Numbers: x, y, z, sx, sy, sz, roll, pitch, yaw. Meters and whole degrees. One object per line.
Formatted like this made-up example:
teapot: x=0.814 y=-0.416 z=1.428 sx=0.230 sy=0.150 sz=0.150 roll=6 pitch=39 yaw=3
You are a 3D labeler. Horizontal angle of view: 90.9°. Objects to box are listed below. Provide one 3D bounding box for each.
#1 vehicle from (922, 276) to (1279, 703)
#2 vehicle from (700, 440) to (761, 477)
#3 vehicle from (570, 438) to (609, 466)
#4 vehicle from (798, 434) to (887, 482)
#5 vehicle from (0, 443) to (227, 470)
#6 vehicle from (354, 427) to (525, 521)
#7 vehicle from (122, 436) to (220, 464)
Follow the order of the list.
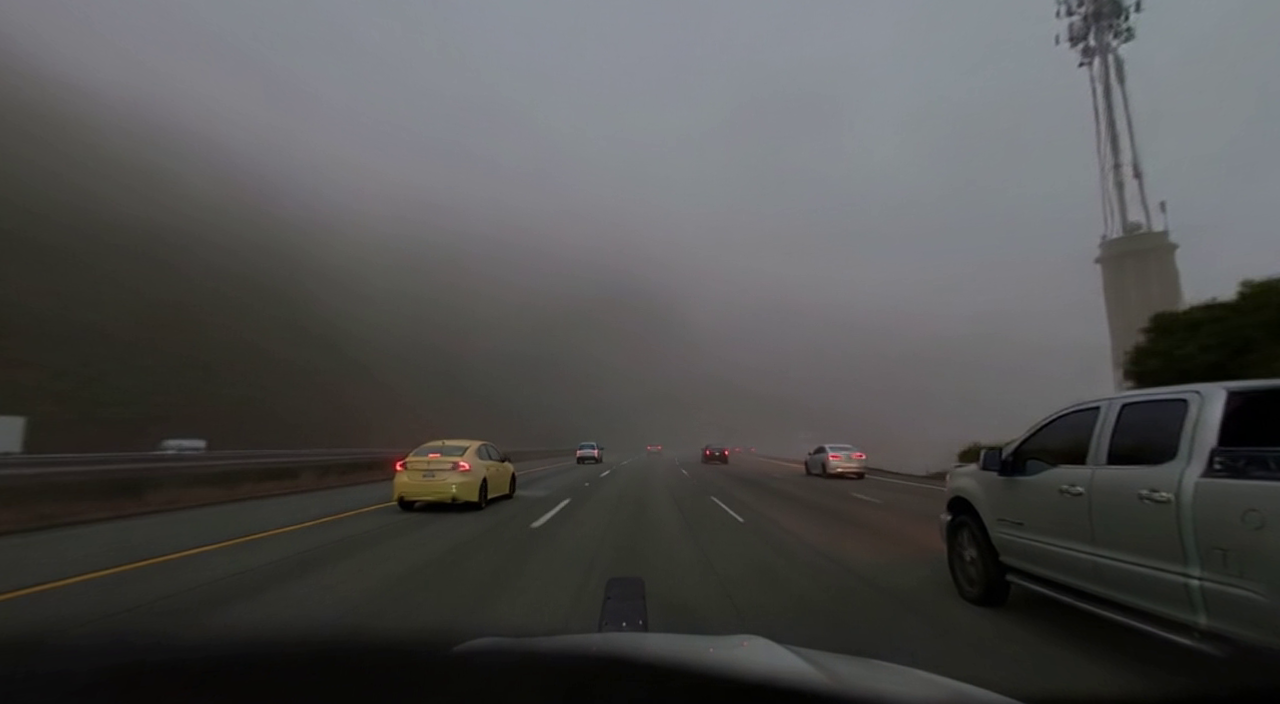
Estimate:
vehicle: x=3.400 y=0.735 z=2.607 sx=2.098 sy=1.925 sz=5.171 roll=0 pitch=-8 yaw=1
vehicle: x=3.917 y=4.702 z=28.134 sx=2.046 sy=1.471 sz=4.333 roll=0 pitch=-8 yaw=0
vehicle: x=-3.255 y=6.529 z=41.376 sx=2.021 sy=1.679 sz=4.310 roll=-1 pitch=-8 yaw=2
vehicle: x=7.661 y=4.050 z=24.359 sx=1.986 sy=1.633 sz=4.430 roll=0 pitch=-8 yaw=0
vehicle: x=-38.397 y=7.356 z=45.518 sx=3.105 sy=1.561 sz=20.556 roll=-1 pitch=-8 yaw=2
vehicle: x=-3.981 y=2.509 z=13.530 sx=2.113 sy=1.636 sz=4.494 roll=0 pitch=-8 yaw=1
vehicle: x=-33.686 y=7.058 z=45.601 sx=2.267 sy=1.855 sz=6.107 roll=-1 pitch=-9 yaw=2
